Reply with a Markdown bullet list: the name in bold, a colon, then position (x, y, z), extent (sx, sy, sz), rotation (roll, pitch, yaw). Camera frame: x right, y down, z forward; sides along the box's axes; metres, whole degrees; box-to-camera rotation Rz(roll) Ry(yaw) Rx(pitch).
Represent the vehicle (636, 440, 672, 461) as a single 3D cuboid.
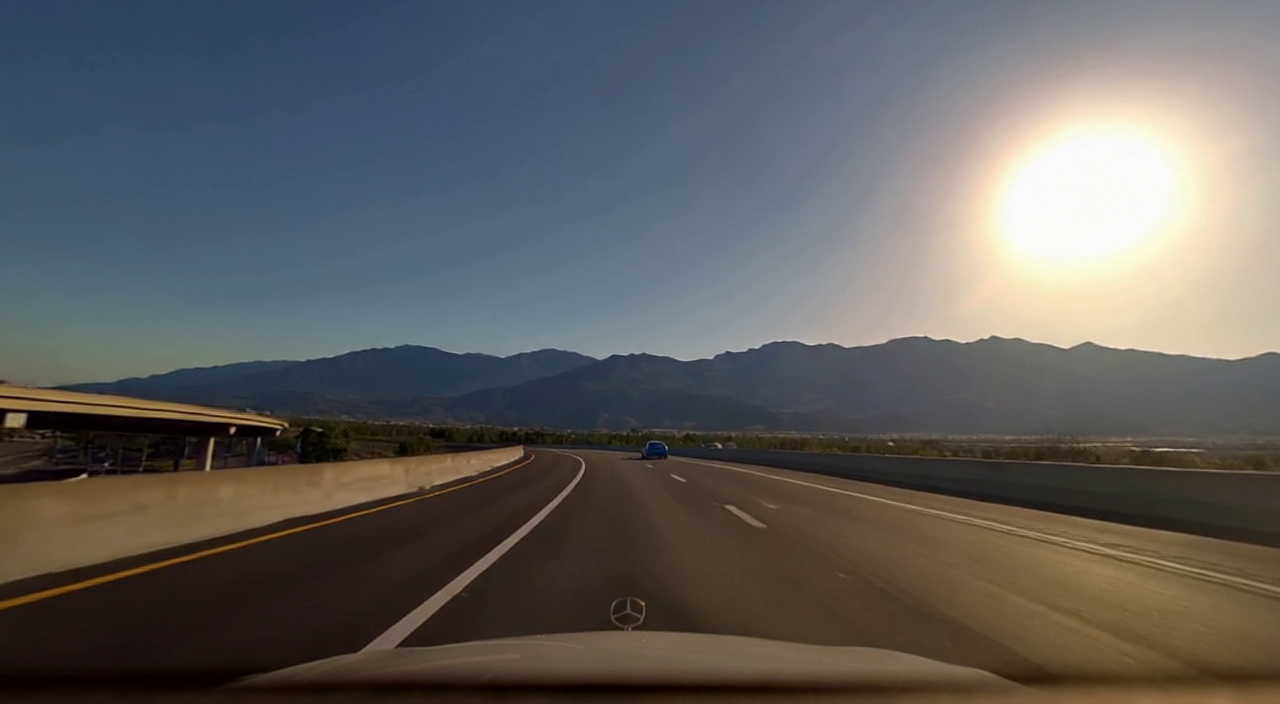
- **vehicle**: position (0.998, 7.416, 47.425), extent (1.985, 1.440, 4.466), rotation (1, -9, -9)
